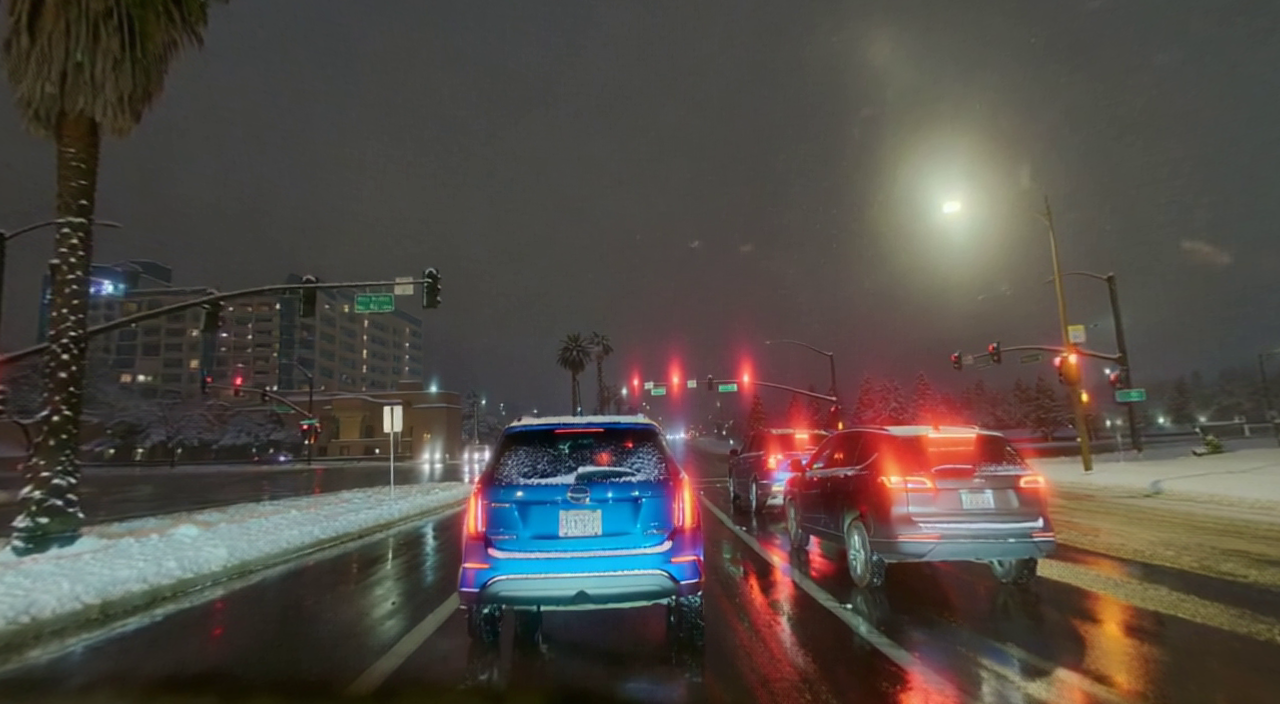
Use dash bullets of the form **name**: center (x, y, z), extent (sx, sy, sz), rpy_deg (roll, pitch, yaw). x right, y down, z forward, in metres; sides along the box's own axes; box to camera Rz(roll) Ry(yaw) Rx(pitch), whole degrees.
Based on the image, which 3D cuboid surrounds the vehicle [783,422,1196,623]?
- **vehicle**: center (3.107, 1.604, 6.960), extent (1.971, 1.473, 4.495), rpy_deg (0, -8, 0)

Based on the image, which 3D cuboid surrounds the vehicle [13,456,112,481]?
- **vehicle**: center (-43.303, 8.755, 47.165), extent (5.347, 1.785, 2.123), rpy_deg (0, -8, 2)

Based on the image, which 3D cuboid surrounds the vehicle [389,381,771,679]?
- **vehicle**: center (-0.347, 1.314, 5.690), extent (2.172, 1.694, 4.055), rpy_deg (0, -8, 0)
